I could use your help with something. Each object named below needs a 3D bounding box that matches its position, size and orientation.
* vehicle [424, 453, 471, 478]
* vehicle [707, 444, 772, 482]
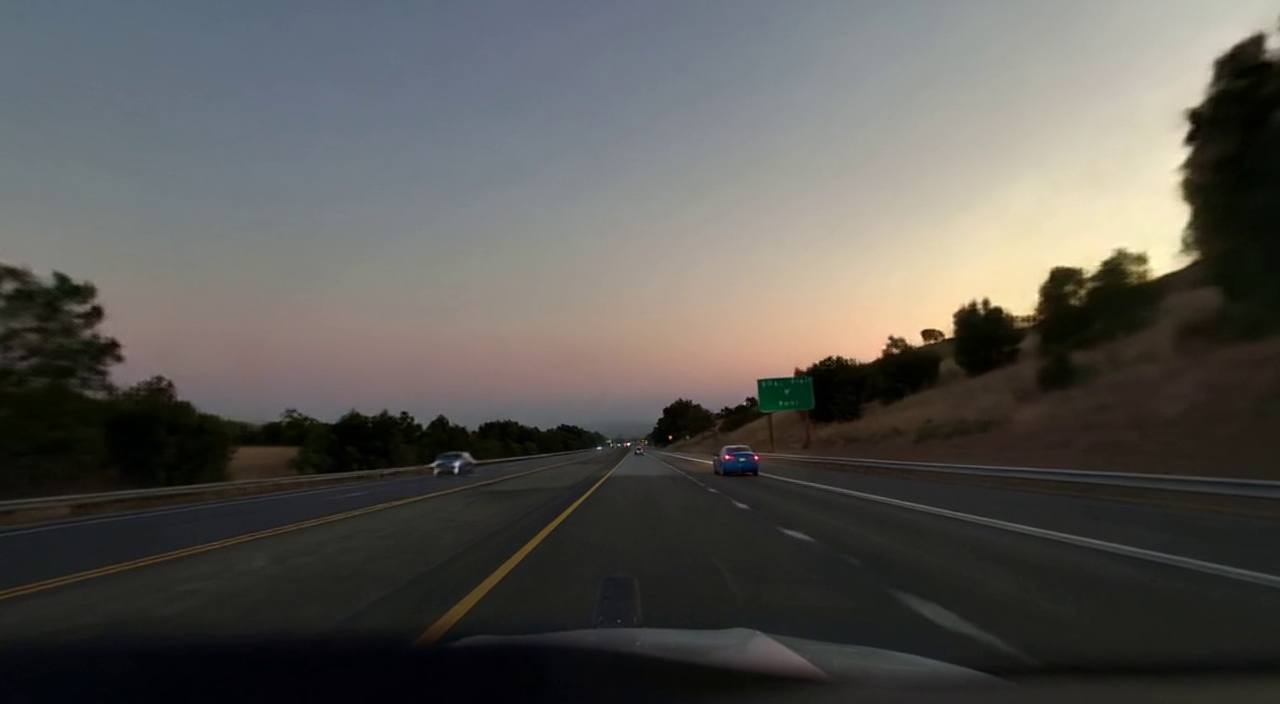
[{"bbox_3d":[-13.933,8.204,45.650,2.002,1.675,4.474,-1,-9,0],"label":"vehicle"},{"bbox_3d":[4.106,4.671,26.634,1.981,1.440,4.125,0,-9,-1],"label":"vehicle"}]
